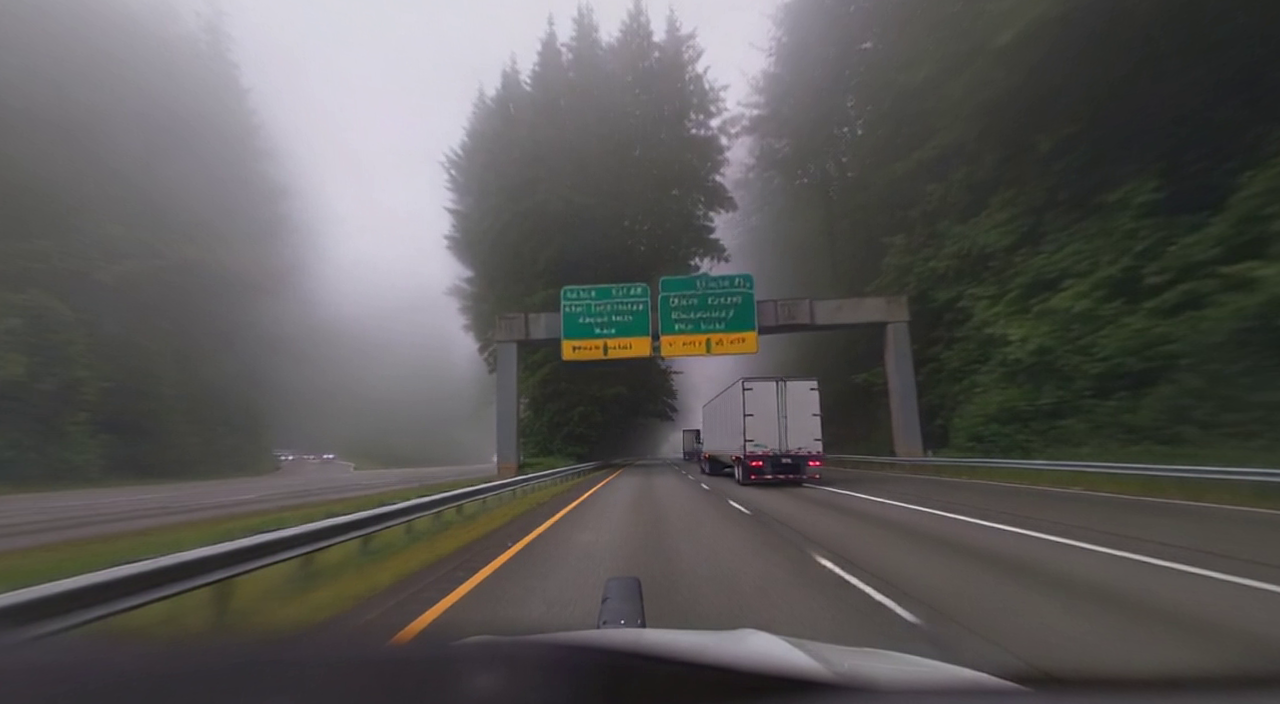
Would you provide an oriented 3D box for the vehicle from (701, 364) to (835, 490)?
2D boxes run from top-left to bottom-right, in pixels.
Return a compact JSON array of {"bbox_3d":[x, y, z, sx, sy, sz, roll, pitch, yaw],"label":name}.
[{"bbox_3d":[4.723,3.440,26.980,2.859,3.984,14.045,0,-9,0],"label":"vehicle"}]
